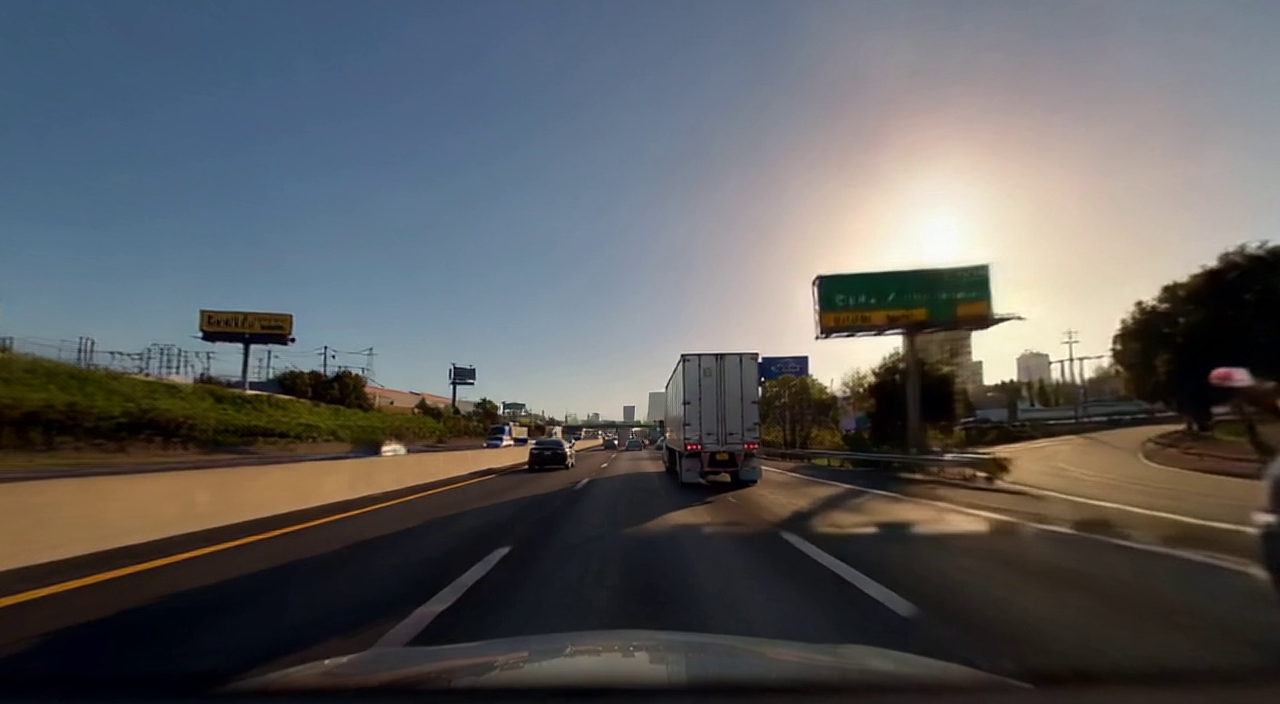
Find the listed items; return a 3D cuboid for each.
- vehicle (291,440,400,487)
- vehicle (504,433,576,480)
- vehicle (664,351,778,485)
[{"bbox_3d":[-11.811,4.459,25.711,2.274,1.681,4.531,0,-8,-1],"label":"vehicle"},{"bbox_3d":[-3.407,3.633,22.257,1.930,1.484,3.849,0,-8,0],"label":"vehicle"},{"bbox_3d":[2.524,2.623,23.670,2.871,3.815,11.331,0,-8,1],"label":"vehicle"}]
